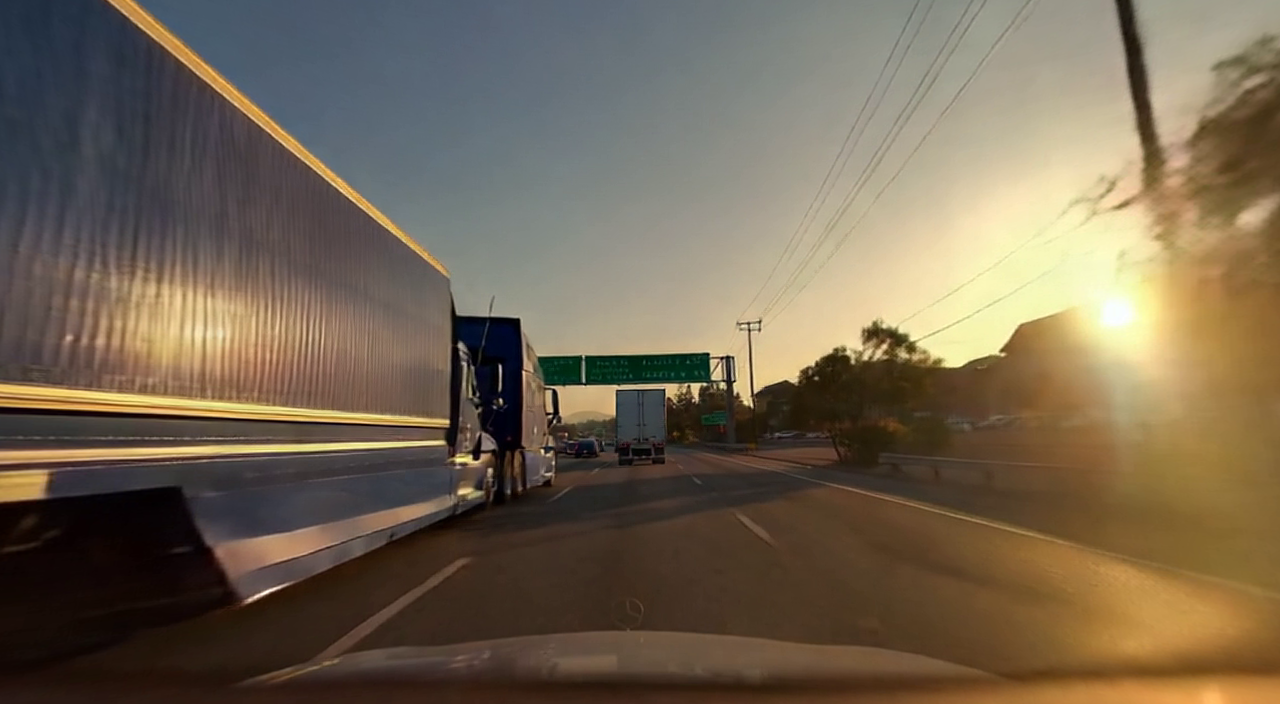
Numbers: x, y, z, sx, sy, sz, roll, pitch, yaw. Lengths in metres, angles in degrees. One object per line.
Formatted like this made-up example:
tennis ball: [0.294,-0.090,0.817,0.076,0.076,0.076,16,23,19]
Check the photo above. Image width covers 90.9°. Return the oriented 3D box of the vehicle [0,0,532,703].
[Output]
vehicle: [-3.912,0.161,6.070,2.875,4.083,15.756,0,-9,0]

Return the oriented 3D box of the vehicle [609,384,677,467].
vehicle: [0.123,3.934,32.454,2.941,3.604,9.851,0,-8,0]
